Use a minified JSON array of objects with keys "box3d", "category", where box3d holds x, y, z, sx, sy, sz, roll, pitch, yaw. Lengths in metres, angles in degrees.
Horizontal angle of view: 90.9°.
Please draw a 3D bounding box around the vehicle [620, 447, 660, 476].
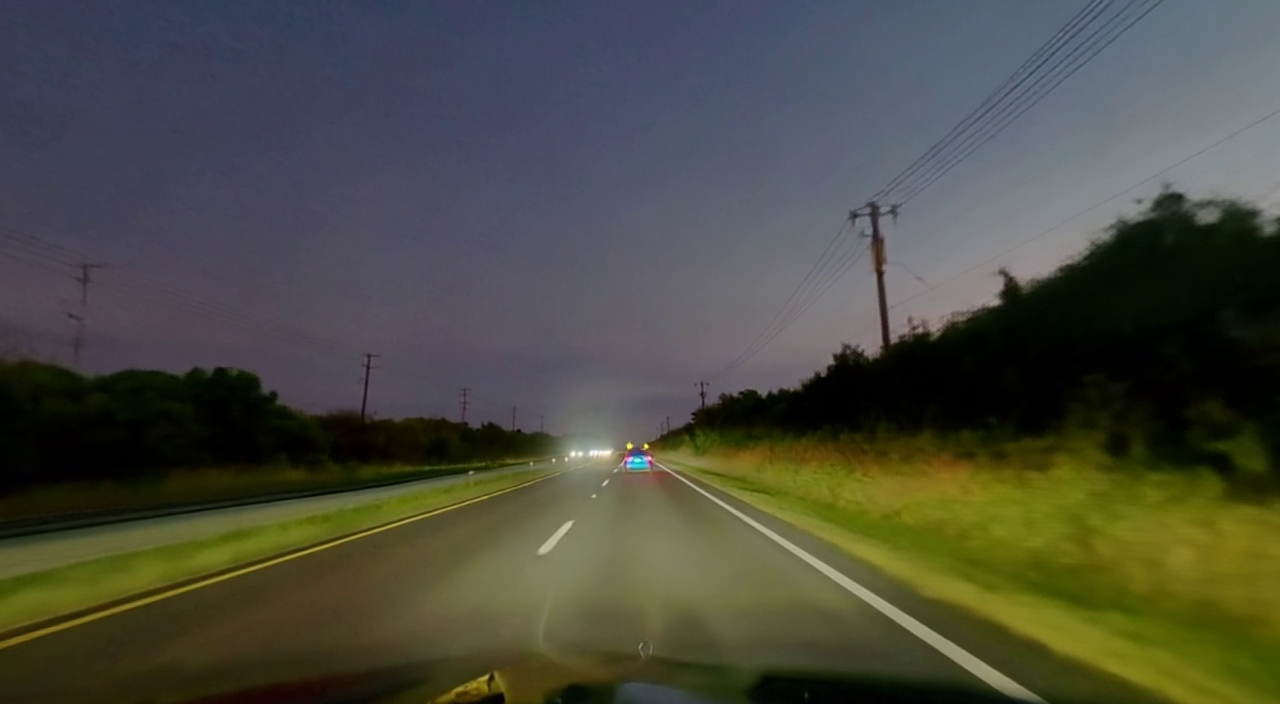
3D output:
[{"box3d":[-0.056,6.029,34.976,2.080,1.486,3.813,0,-9,-1],"category":"vehicle"}]
